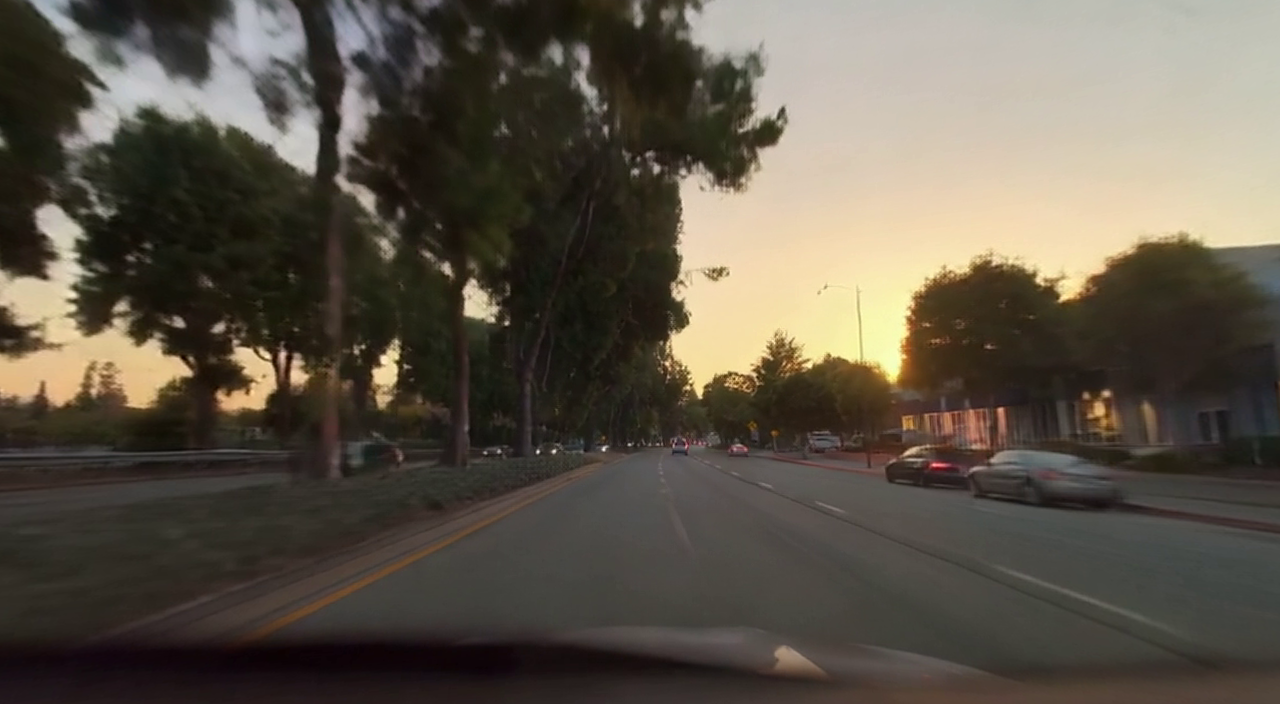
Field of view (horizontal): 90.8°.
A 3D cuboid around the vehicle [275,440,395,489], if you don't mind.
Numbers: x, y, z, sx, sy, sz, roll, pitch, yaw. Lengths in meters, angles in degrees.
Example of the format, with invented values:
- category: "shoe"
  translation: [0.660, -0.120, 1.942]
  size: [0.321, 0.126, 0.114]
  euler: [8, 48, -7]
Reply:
- category: "vehicle"
  translation: [-10.371, 3.833, 21.955]
  size: [1.864, 1.497, 4.604]
  euler: [0, -9, 0]

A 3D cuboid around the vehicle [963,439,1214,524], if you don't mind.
- category: "vehicle"
  translation: [9.005, 2.624, 13.381]
  size: [2.022, 1.449, 4.706]
  euler: [-1, -9, 3]

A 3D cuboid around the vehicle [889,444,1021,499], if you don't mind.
- category: "vehicle"
  translation: [9.322, 3.549, 19.183]
  size: [1.920, 1.456, 4.402]
  euler: [-1, -9, 3]
